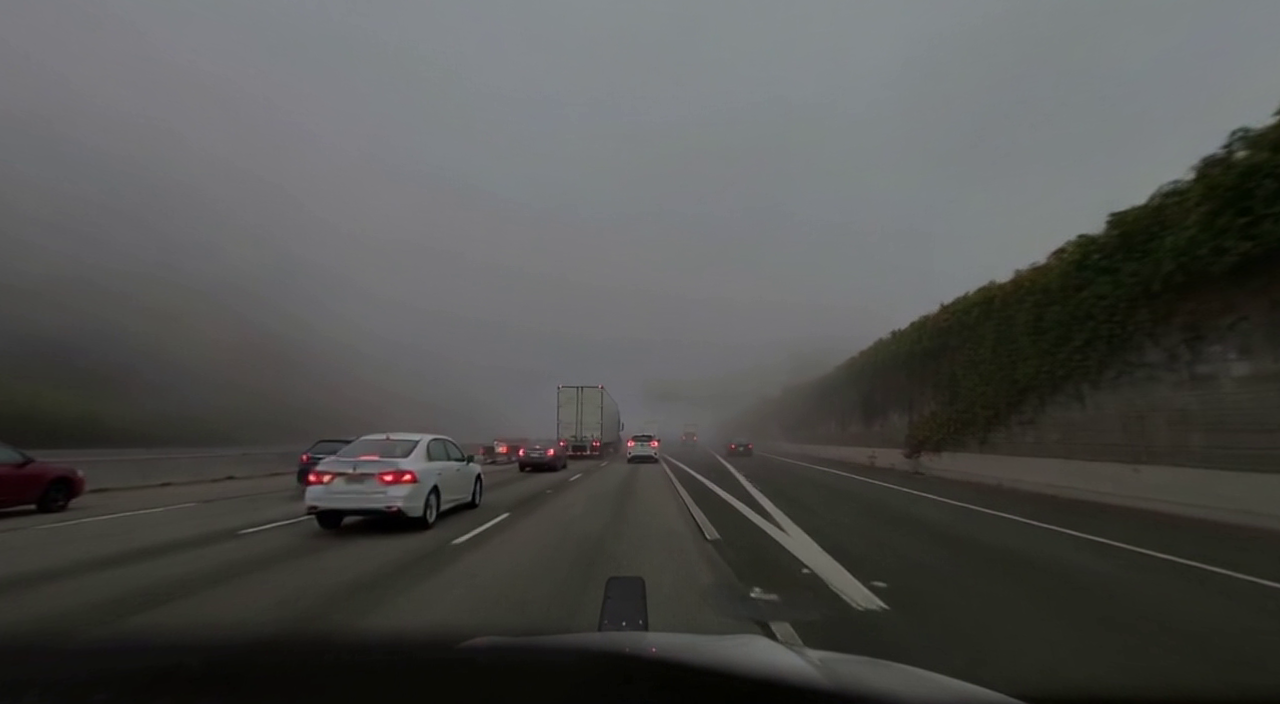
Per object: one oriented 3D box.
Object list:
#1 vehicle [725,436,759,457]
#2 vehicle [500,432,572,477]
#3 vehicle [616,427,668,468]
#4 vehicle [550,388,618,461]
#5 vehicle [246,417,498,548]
[{"bbox_3d":[7.534,7.048,46.978,2.176,1.493,3.955,-1,-8,4],"label":"vehicle"},{"bbox_3d":[-4.005,4.016,25.015,2.124,1.627,3.863,0,-8,1],"label":"vehicle"},{"bbox_3d":[0.096,4.595,30.428,2.325,1.864,4.128,0,-8,1],"label":"vehicle"},{"bbox_3d":[-3.701,5.660,46.719,3.348,4.469,16.443,0,-9,1],"label":"vehicle"},{"bbox_3d":[-3.780,1.920,10.010,1.866,1.568,4.603,0,-8,2],"label":"vehicle"}]
